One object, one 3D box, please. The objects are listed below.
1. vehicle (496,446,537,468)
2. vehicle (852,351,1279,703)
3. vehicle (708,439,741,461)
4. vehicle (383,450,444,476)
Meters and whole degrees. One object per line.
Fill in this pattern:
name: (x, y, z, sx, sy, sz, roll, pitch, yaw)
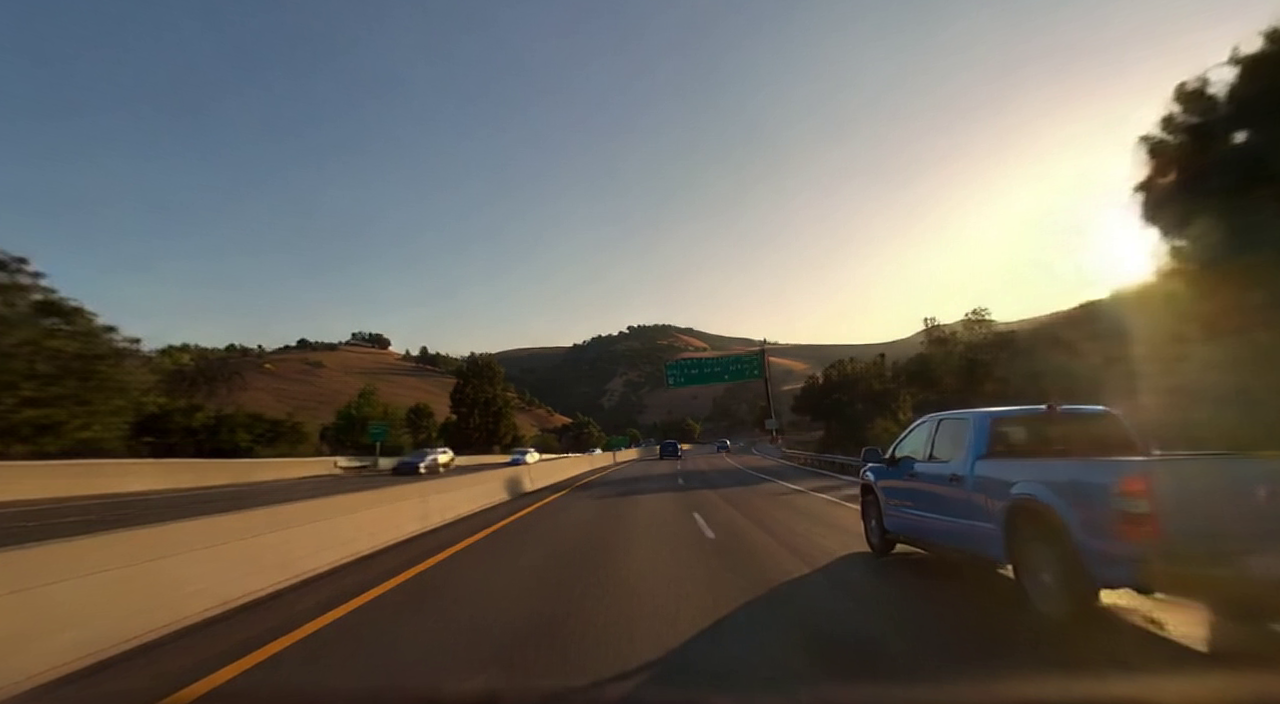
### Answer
vehicle: (-9.520, 8.146, 49.099, 1.954, 1.605, 4.462, -1, -9, 4)
vehicle: (3.674, 1.208, 5.211, 2.151, 1.744, 4.709, 0, -9, -1)
vehicle: (6.601, 7.717, 49.725, 2.249, 1.635, 4.118, -1, -9, 4)
vehicle: (-13.824, 6.808, 38.899, 1.849, 1.453, 4.470, -1, -9, 4)
